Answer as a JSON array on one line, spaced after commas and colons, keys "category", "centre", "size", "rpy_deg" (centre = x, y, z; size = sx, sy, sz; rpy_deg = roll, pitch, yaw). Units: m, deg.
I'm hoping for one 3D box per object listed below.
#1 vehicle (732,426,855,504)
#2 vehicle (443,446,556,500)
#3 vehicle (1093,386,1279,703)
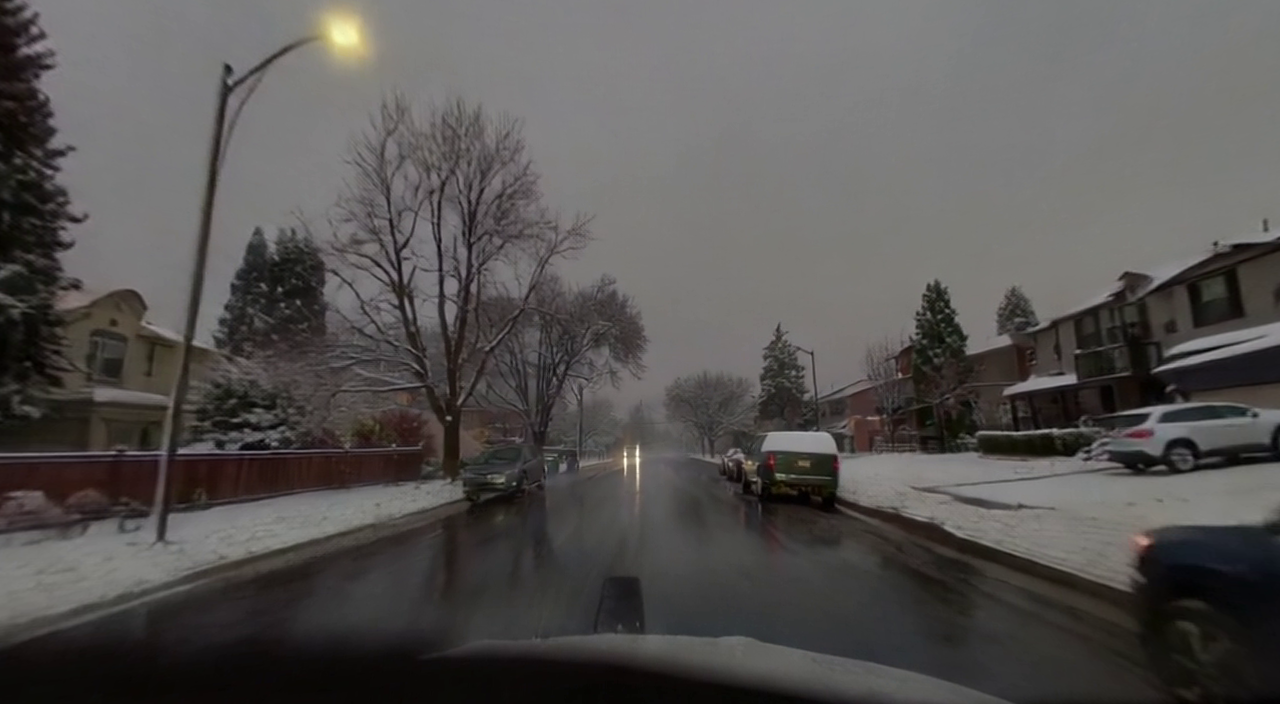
[{"category": "vehicle", "centre": [4.270, 3.254, 18.770], "size": [2.350, 1.912, 5.696], "rpy_deg": [0, -8, 1]}, {"category": "vehicle", "centre": [-4.113, 3.657, 19.349], "size": [2.234, 1.377, 4.413], "rpy_deg": [-2, -10, 3]}, {"category": "vehicle", "centre": [3.644, 0.783, 1.309], "size": [2.079, 1.651, 4.783], "rpy_deg": [0, -8, 4]}]
